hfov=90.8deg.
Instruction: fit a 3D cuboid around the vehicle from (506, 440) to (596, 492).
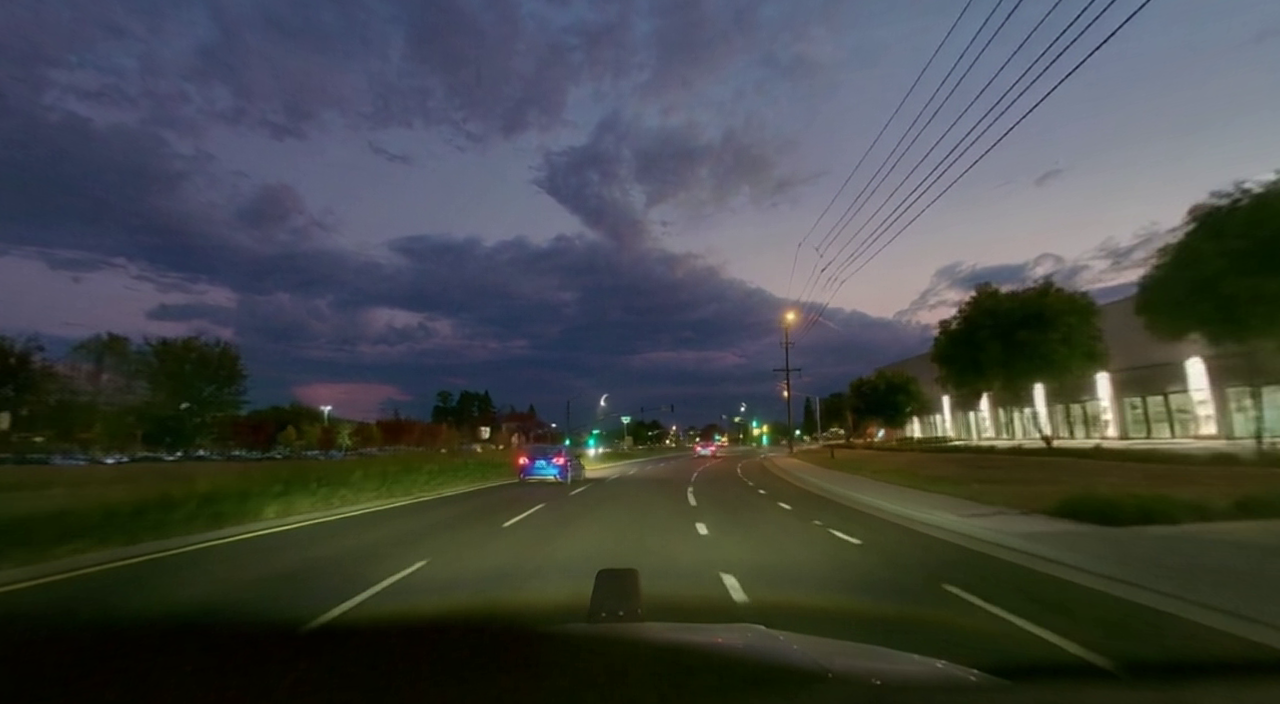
[{"bbox_3d":[-2.772,3.692,20.850,1.928,1.488,4.635,-1,-8,5],"label":"vehicle"}]
